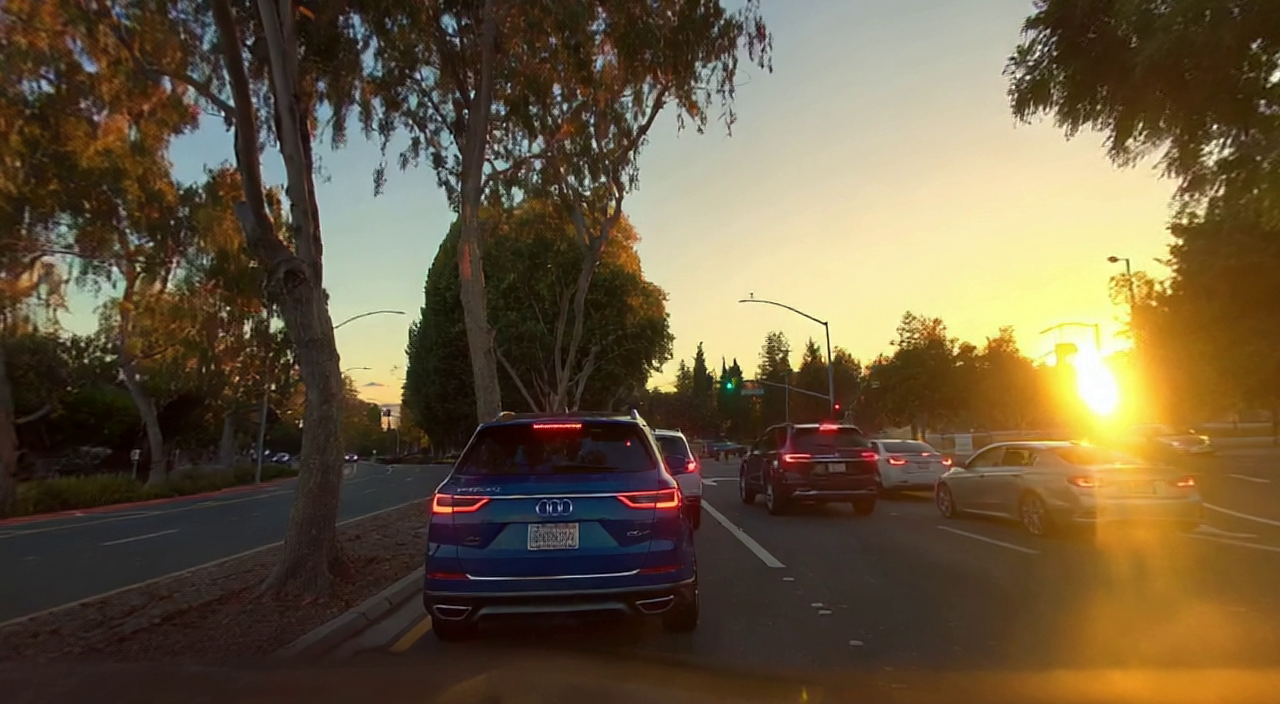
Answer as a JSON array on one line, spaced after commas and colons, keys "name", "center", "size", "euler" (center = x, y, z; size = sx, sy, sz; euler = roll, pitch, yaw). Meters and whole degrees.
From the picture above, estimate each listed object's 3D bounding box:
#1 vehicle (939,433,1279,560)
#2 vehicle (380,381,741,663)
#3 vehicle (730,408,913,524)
[{"name": "vehicle", "center": [6.602, 2.011, 9.605], "size": [1.894, 1.445, 4.565], "euler": [0, -9, 0]}, {"name": "vehicle", "center": [-0.429, 1.351, 6.073], "size": [2.201, 1.709, 4.271], "euler": [0, -9, 2]}, {"name": "vehicle", "center": [3.364, 2.258, 12.980], "size": [2.200, 1.909, 4.853], "euler": [0, -9, -1]}]
